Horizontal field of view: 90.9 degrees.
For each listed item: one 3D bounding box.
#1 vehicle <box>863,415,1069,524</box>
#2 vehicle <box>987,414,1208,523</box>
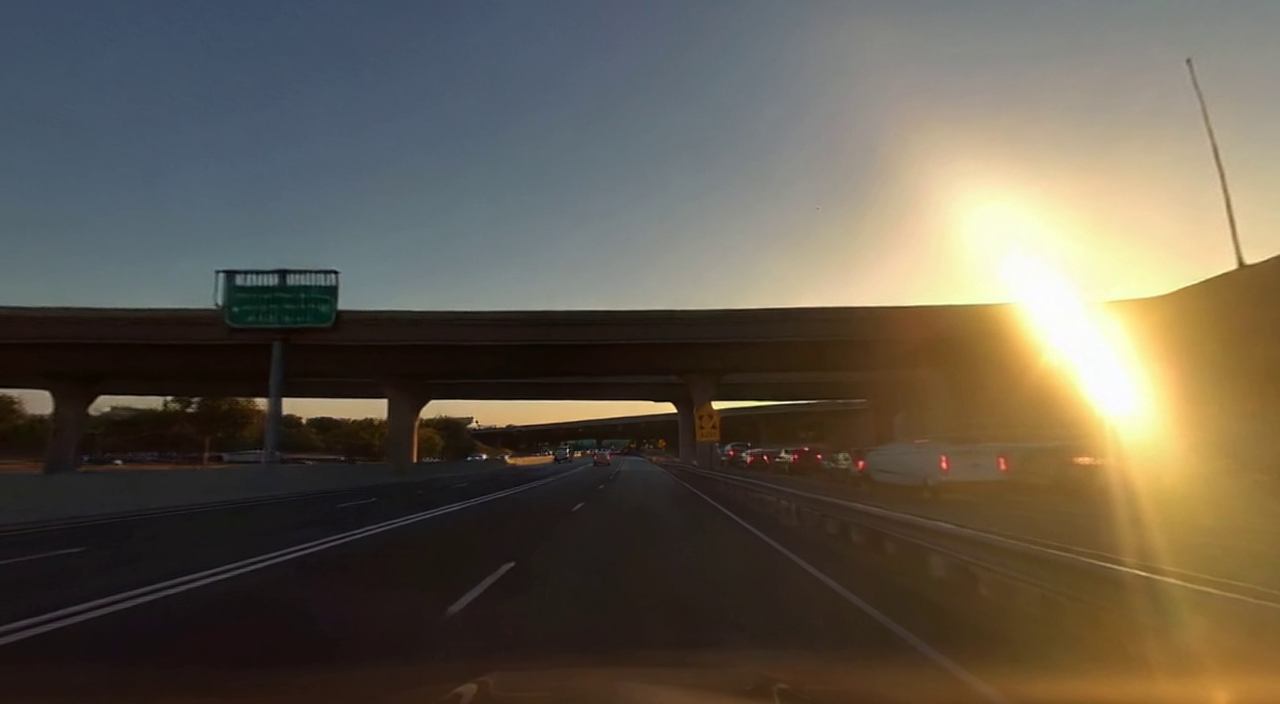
[{"bbox_3d":[12.747,4.732,26.343,2.941,3.578,10.624,0,-9,0],"label":"vehicle"},{"bbox_3d":[18.391,4.723,26.461,2.698,3.744,8.974,0,-9,2],"label":"vehicle"}]
